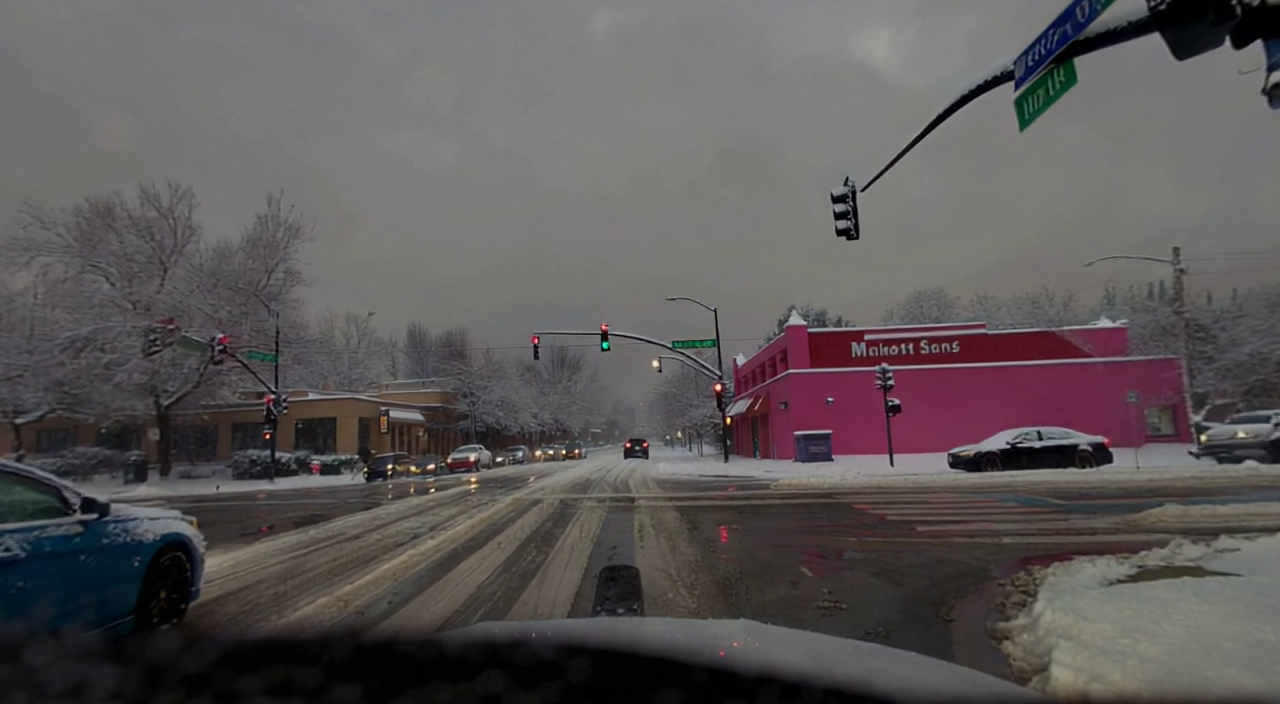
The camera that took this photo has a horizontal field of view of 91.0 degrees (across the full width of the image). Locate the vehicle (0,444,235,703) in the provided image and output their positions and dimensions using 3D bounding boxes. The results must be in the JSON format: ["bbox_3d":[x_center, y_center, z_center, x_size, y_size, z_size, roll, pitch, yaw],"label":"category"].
[{"bbox_3d":[-3.689,0.980,2.153,1.759,1.325,4.295,0,-9,0],"label":"vehicle"}]

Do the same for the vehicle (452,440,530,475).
[{"bbox_3d":[-8.390,5.979,36.048,2.152,1.825,5.406,-2,-9,12],"label":"vehicle"}]

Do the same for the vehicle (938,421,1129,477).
[{"bbox_3d":[11.570,2.890,18.801,4.355,1.546,1.820,-1,-9,6],"label":"vehicle"}]

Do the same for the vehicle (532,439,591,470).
[{"bbox_3d":[-4.497,5.977,36.862,1.928,1.647,4.575,-2,-9,13],"label":"vehicle"}]

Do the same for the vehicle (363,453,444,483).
[{"bbox_3d":[-12.592,6.173,33.882,1.976,1.425,4.567,-1,-9,9],"label":"vehicle"}]
